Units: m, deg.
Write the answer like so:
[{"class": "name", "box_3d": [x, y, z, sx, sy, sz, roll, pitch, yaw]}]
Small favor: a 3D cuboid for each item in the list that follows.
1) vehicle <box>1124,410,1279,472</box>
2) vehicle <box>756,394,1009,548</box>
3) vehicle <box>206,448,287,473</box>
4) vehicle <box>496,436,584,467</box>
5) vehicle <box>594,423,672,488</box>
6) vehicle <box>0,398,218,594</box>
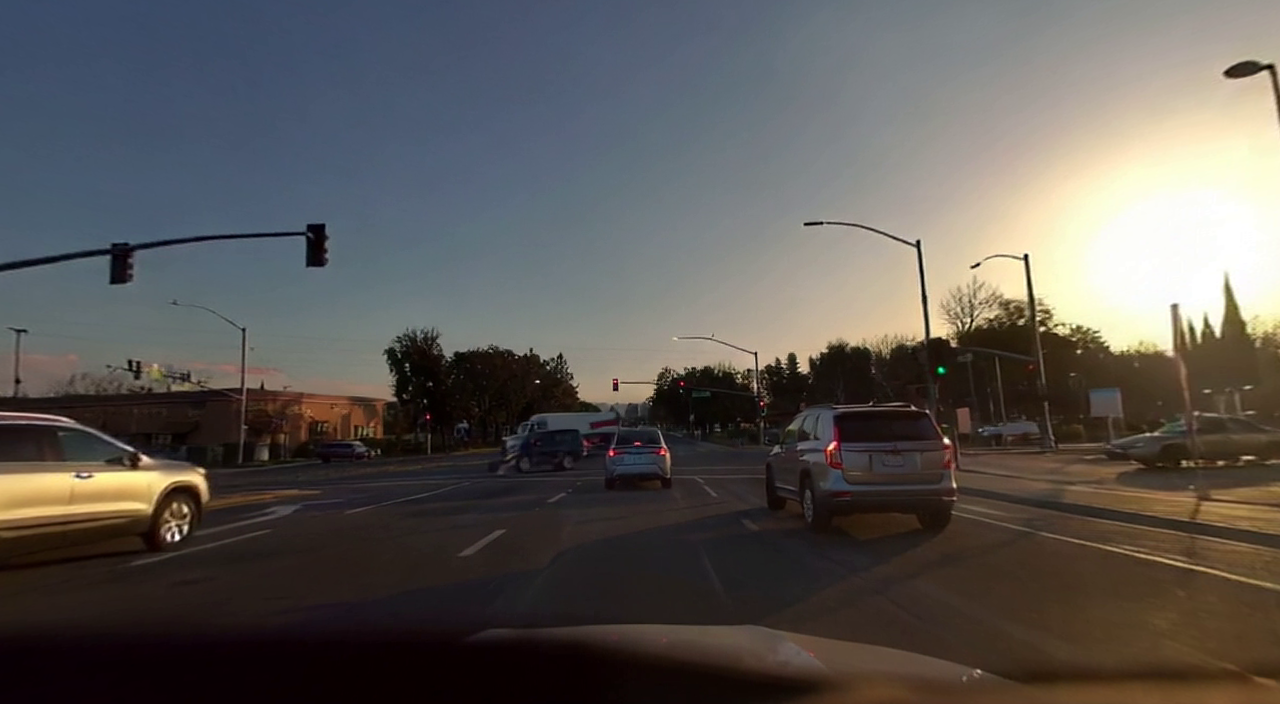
[{"class": "vehicle", "box_3d": [16.600, 2.557, 18.048, 3.848, 1.674, 1.887, 0, -8, 1]}, {"class": "vehicle", "box_3d": [3.214, 1.699, 9.553, 2.083, 1.779, 4.347, 0, -8, 0]}, {"class": "vehicle", "box_3d": [-28.749, 7.942, 46.148, 4.543, 1.760, 1.904, 0, -8, -3]}, {"class": "vehicle", "box_3d": [-5.291, 5.317, 33.782, 1.847, 1.508, 4.366, -8, -12, 44]}, {"class": "vehicle", "box_3d": [-0.159, 3.046, 18.732, 2.067, 1.702, 3.987, 0, -8, 1]}, {"class": "vehicle", "box_3d": [-6.833, 1.363, 6.084, 2.011, 1.774, 4.866, 0, -8, 2]}]
